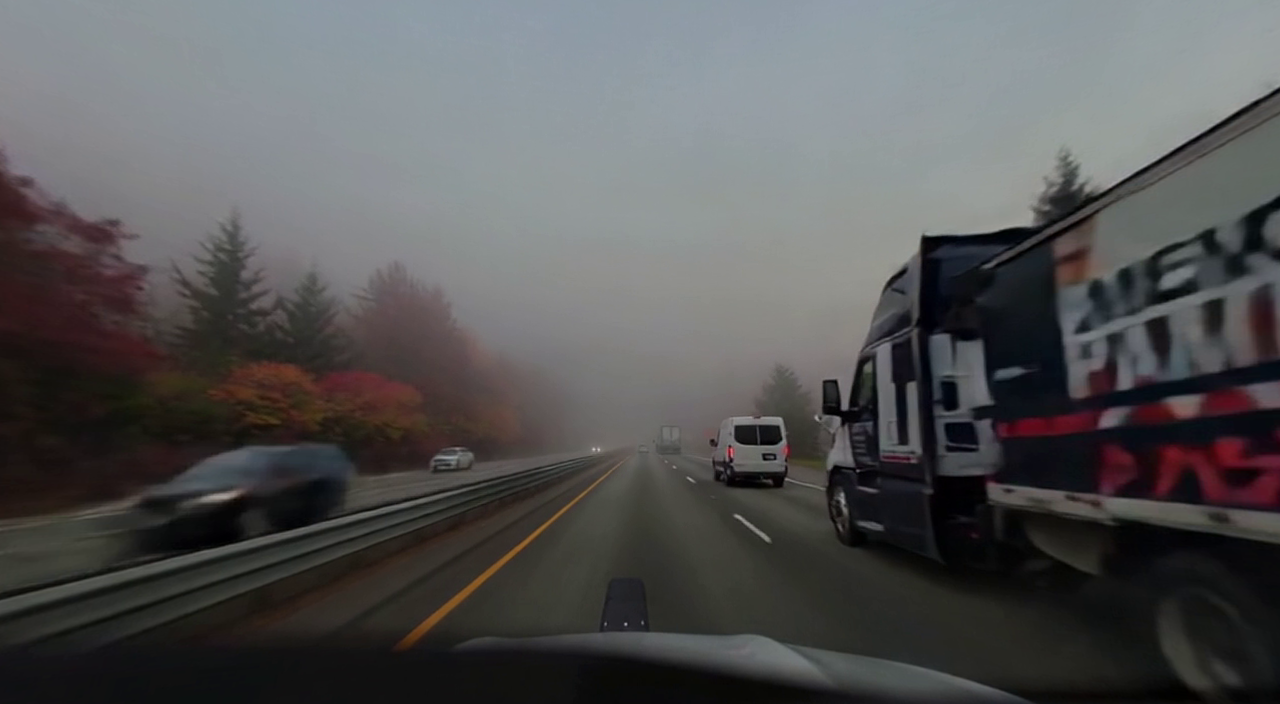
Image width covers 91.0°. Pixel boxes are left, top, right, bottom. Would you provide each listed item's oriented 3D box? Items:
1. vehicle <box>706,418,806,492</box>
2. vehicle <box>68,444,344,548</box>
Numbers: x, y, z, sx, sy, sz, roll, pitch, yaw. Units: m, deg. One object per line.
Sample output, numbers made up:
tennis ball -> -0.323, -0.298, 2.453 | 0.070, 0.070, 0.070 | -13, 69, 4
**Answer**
vehicle -> 3.633, 3.360, 20.846 | 2.291, 2.112, 5.052 | 0, -8, 0
vehicle -> -7.474, 2.450, 11.550 | 1.872, 1.518, 4.401 | 0, -8, 1
